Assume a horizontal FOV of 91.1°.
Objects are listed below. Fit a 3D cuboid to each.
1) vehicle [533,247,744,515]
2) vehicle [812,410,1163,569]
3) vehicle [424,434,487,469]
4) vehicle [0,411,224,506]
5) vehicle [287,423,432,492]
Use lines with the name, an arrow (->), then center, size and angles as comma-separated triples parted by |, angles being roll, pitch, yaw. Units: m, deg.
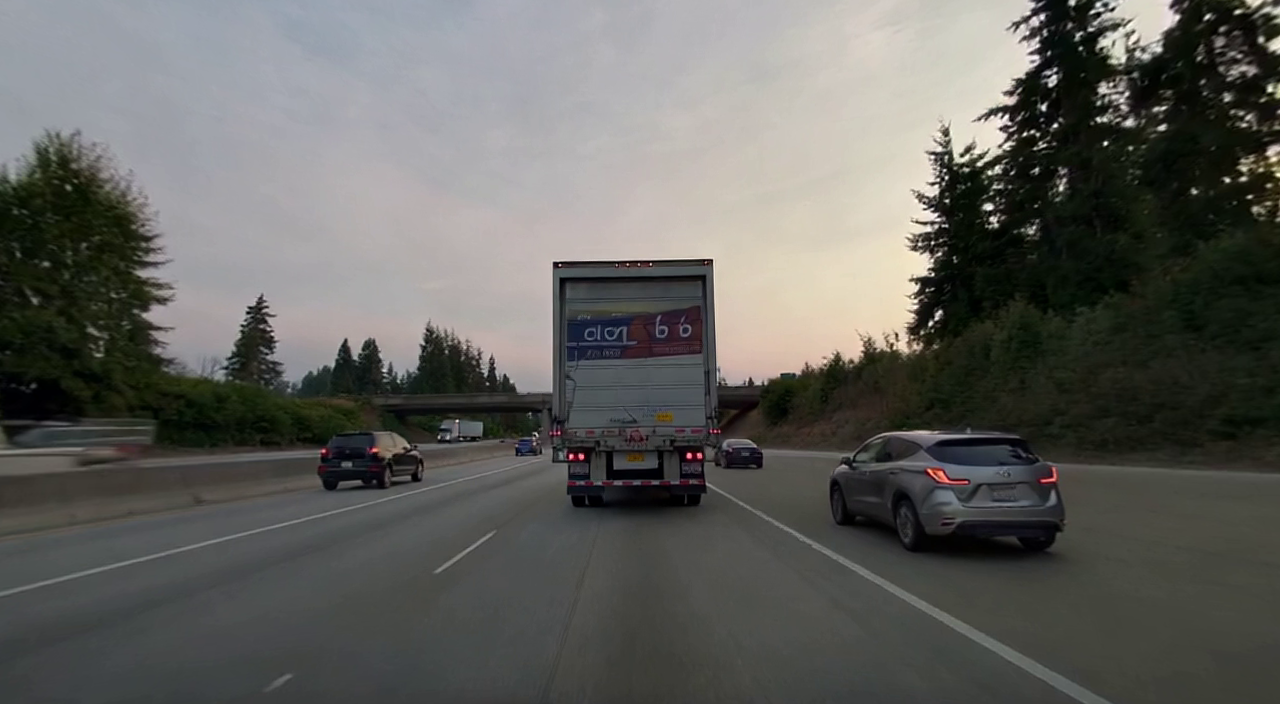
vehicle -> -0.113, 1.015, 13.798 | 2.911, 3.787, 9.905 | 0, -8, -1
vehicle -> 4.005, 1.640, 8.426 | 2.003, 1.519, 4.580 | 0, -8, -1
vehicle -> -8.407, 4.542, 28.969 | 1.845, 1.488, 3.656 | 0, -8, -1
vehicle -> -16.358, 3.244, 19.764 | 2.446, 2.501, 5.970 | 0, -8, 0
vehicle -> -7.731, 2.931, 17.912 | 2.057, 1.698, 4.550 | 0, -8, -1
